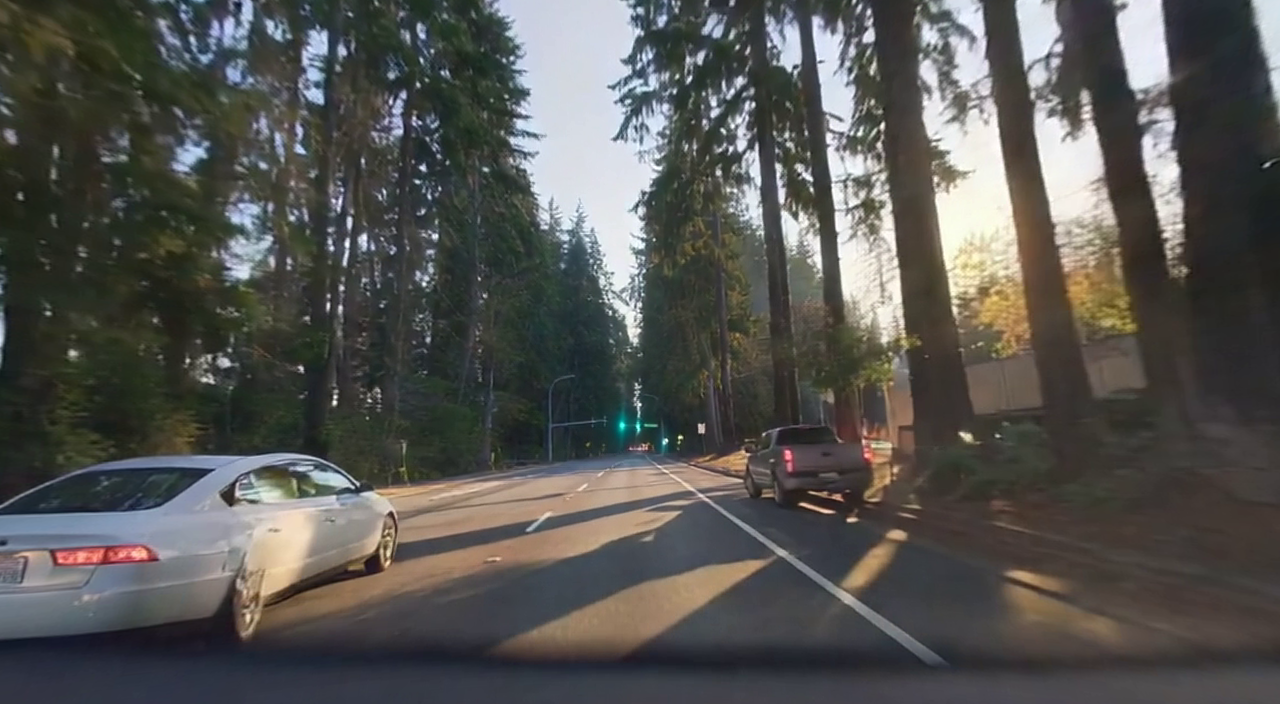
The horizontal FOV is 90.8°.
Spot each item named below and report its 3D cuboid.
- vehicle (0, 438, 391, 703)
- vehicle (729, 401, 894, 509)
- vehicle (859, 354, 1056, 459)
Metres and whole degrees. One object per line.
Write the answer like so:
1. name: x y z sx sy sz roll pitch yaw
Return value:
1. vehicle: -3.940 1.484 5.348 1.946 1.437 4.154 0 -8 0
2. vehicle: 4.334 2.814 17.675 2.554 2.388 6.973 0 -8 -1
3. vehicle: 13.685 2.868 29.178 2.862 3.816 12.219 -1 -8 1
